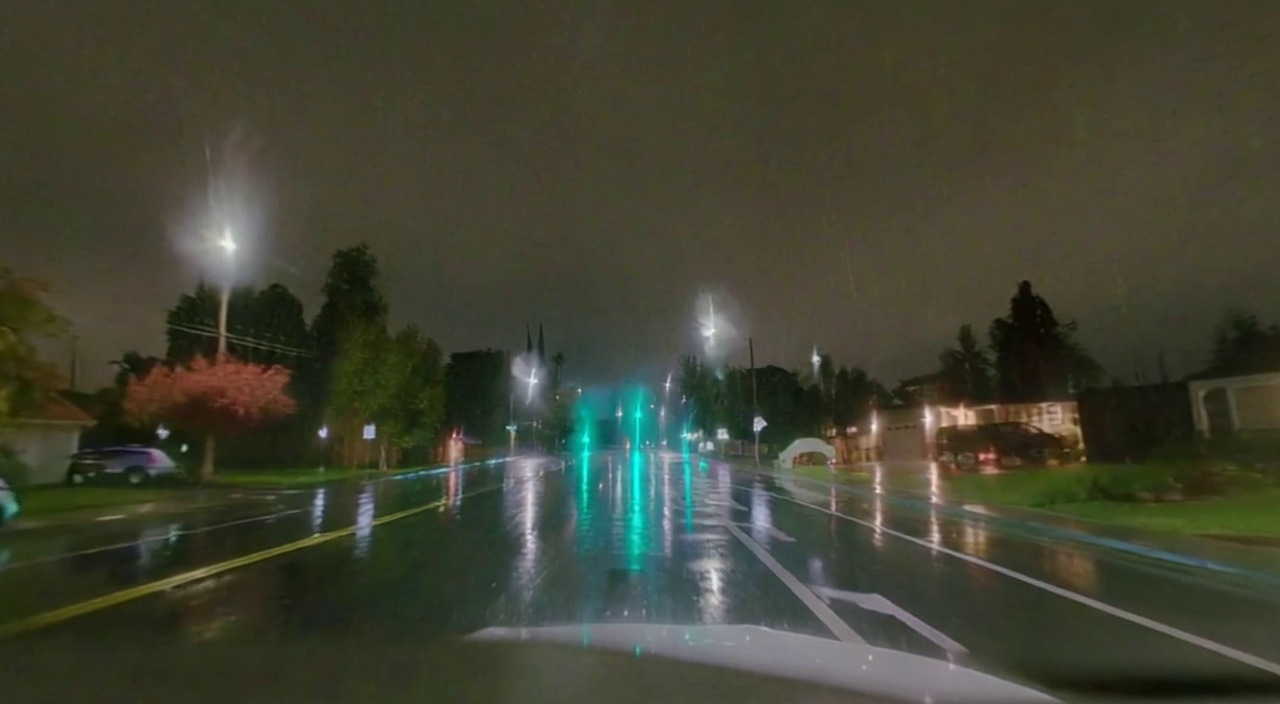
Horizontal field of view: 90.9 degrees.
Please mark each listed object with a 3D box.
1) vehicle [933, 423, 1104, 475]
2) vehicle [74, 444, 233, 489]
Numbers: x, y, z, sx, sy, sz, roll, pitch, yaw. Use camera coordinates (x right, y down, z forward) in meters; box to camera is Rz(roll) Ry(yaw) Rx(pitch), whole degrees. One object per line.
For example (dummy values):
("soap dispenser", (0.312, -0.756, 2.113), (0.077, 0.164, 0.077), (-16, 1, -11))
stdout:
("vehicle", (13.674, 3.494, 23.146), (4.907, 1.693, 2.081), (-1, -7, 13))
("vehicle", (-19.096, 4.482, 24.883), (4.573, 1.643, 2.158), (-2, -8, 5))
